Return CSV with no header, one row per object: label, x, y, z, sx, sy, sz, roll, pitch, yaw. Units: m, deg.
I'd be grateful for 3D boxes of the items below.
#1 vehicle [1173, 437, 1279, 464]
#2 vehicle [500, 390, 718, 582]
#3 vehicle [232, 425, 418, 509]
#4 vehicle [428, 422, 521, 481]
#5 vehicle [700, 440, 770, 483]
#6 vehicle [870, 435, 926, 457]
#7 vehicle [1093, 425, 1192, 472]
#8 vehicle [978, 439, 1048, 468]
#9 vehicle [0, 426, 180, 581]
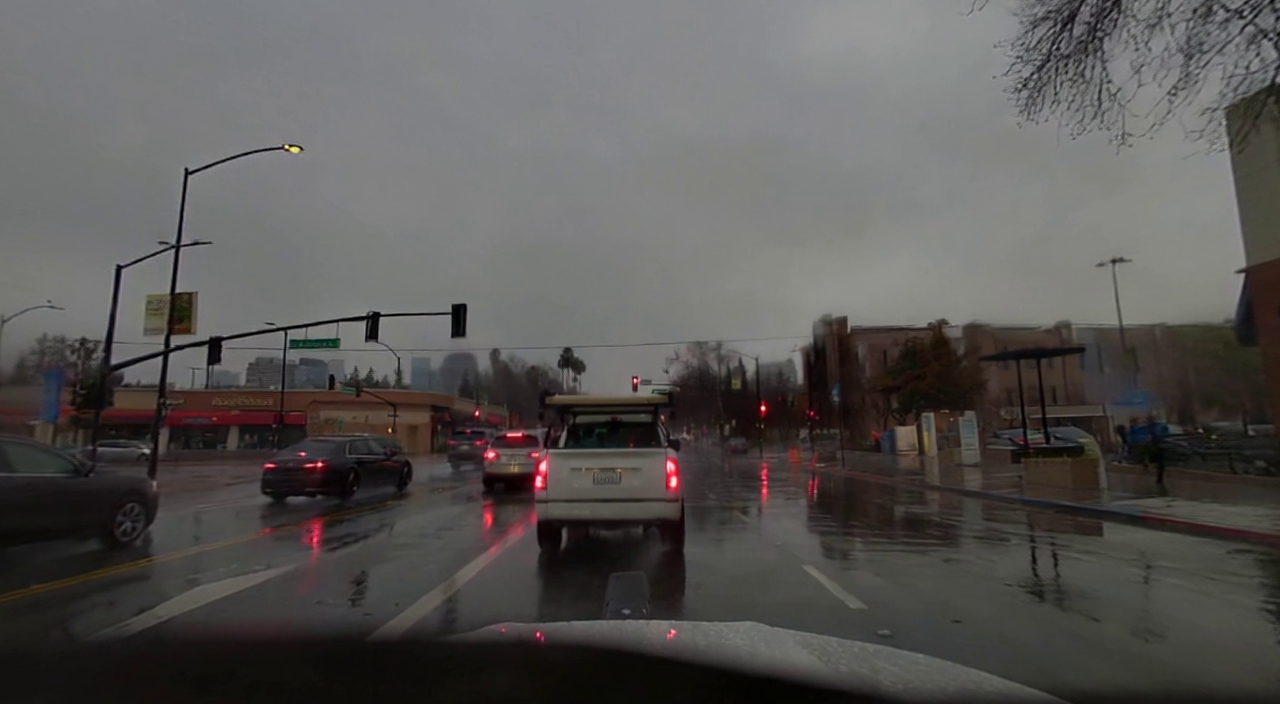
vehicle,29.727,4.942,31.659,4.176,1.313,1.719,0,-8,2
vehicle,-0.310,1.597,8.233,2.064,1.817,4.298,0,-8,-1
vehicle,-7.111,2.629,14.894,1.941,1.655,4.503,0,-8,2
vehicle,-6.449,3.956,25.217,2.496,2.112,4.351,0,-8,0
vehicle,3.423,4.043,23.513,2.023,1.441,4.240,0,-8,1
vehicle,20.101,7.326,49.044,4.361,1.653,2.034,6,-11,-37
vehicle,19.220,3.659,24.045,4.156,1.622,1.924,7,-11,-38
vehicle,20.099,5.411,33.920,3.836,1.443,1.694,5,-10,-35
vehicle,-6.972,1.446,6.029,1.831,1.451,4.382,0,-8,0
